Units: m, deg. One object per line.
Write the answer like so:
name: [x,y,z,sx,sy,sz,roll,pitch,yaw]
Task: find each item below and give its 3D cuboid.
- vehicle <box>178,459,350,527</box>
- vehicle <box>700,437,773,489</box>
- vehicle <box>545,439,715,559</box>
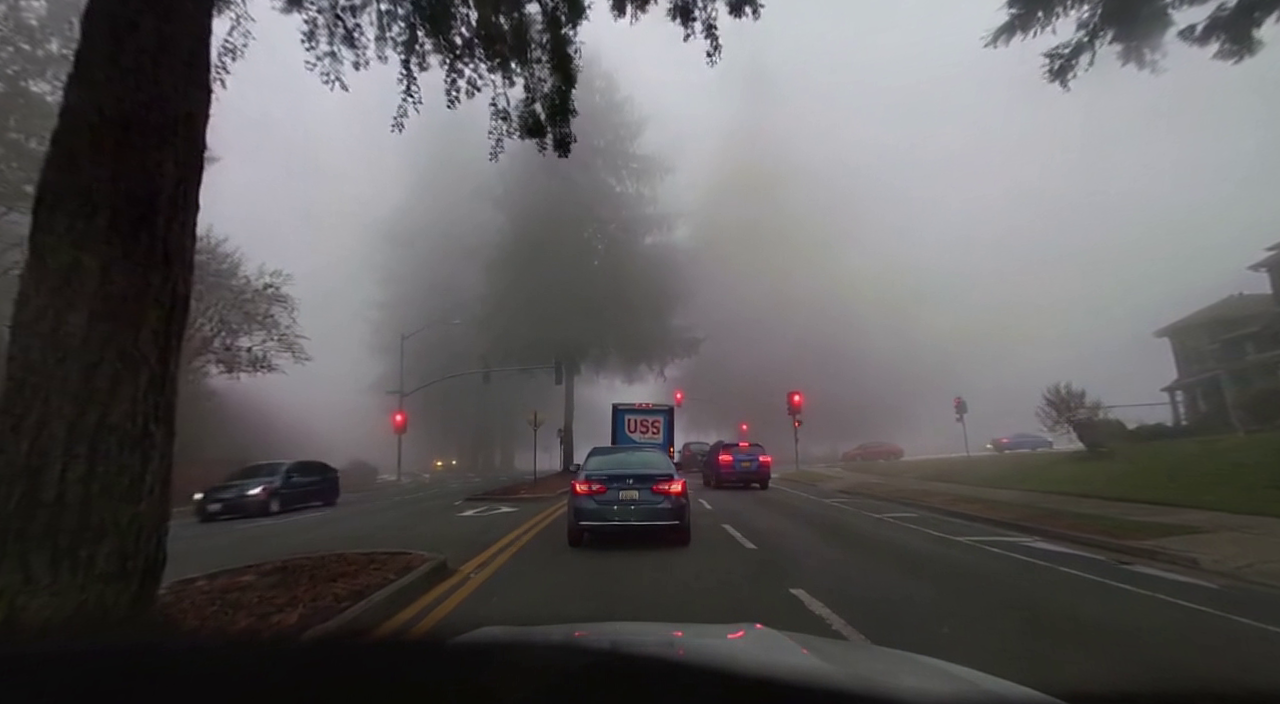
vehicle: [-9.770,3.654,16.924,1.950,1.467,4.270,0,-8,0]
vehicle: [3.690,4.331,25.054,2.145,1.847,4.524,0,-8,-1]
vehicle: [-0.159,2.164,10.100,2.135,1.483,4.207,0,-8,-1]
